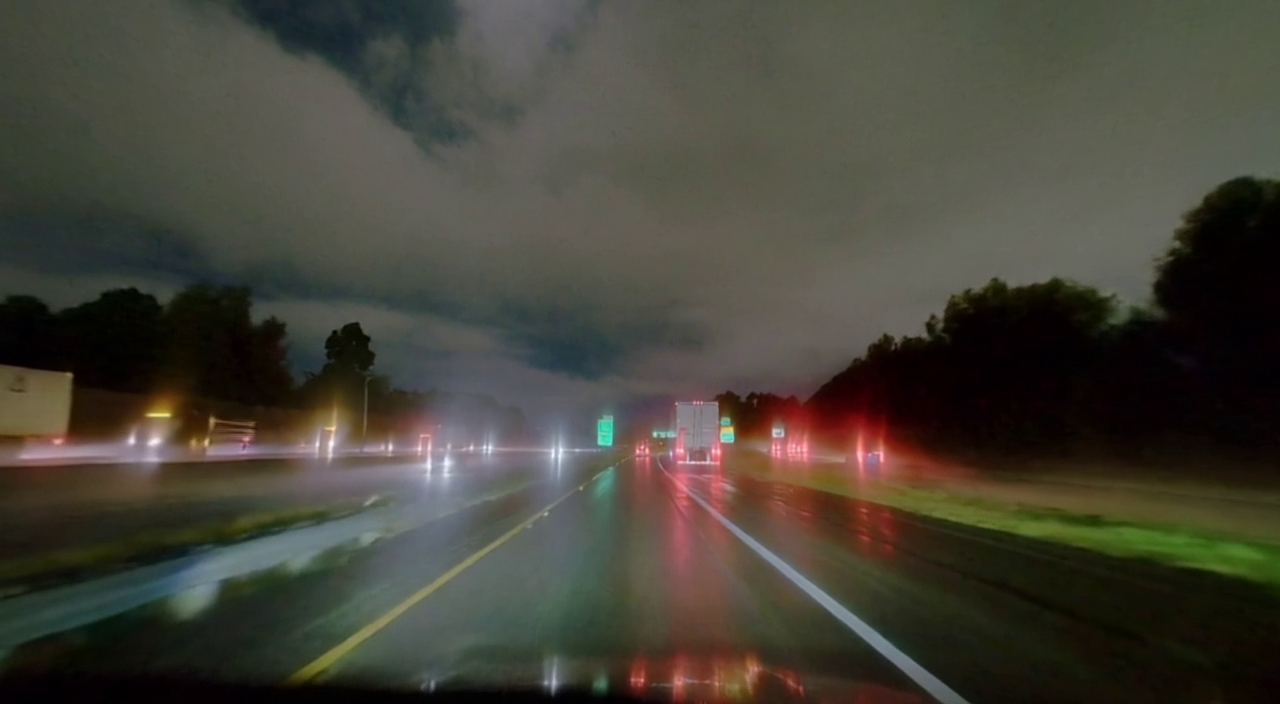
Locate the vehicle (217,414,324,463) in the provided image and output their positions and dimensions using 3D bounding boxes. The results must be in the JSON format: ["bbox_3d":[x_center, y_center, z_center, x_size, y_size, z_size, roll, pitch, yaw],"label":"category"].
[{"bbox_3d":[-26.493,6.355,45.701,2.870,3.173,7.891,0,-9,1],"label":"vehicle"}]

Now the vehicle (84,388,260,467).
[{"bbox_3d":[-26.348,4.530,36.334,2.933,3.877,9.896,0,-9,-3],"label":"vehicle"}]

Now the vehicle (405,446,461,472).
[{"bbox_3d":[-13.426,6.941,40.997,2.101,1.571,4.375,0,-9,1],"label":"vehicle"}]

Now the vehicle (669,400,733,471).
[{"bbox_3d":[3.870,5.879,43.425,3.185,4.154,12.638,0,-9,0],"label":"vehicle"}]
